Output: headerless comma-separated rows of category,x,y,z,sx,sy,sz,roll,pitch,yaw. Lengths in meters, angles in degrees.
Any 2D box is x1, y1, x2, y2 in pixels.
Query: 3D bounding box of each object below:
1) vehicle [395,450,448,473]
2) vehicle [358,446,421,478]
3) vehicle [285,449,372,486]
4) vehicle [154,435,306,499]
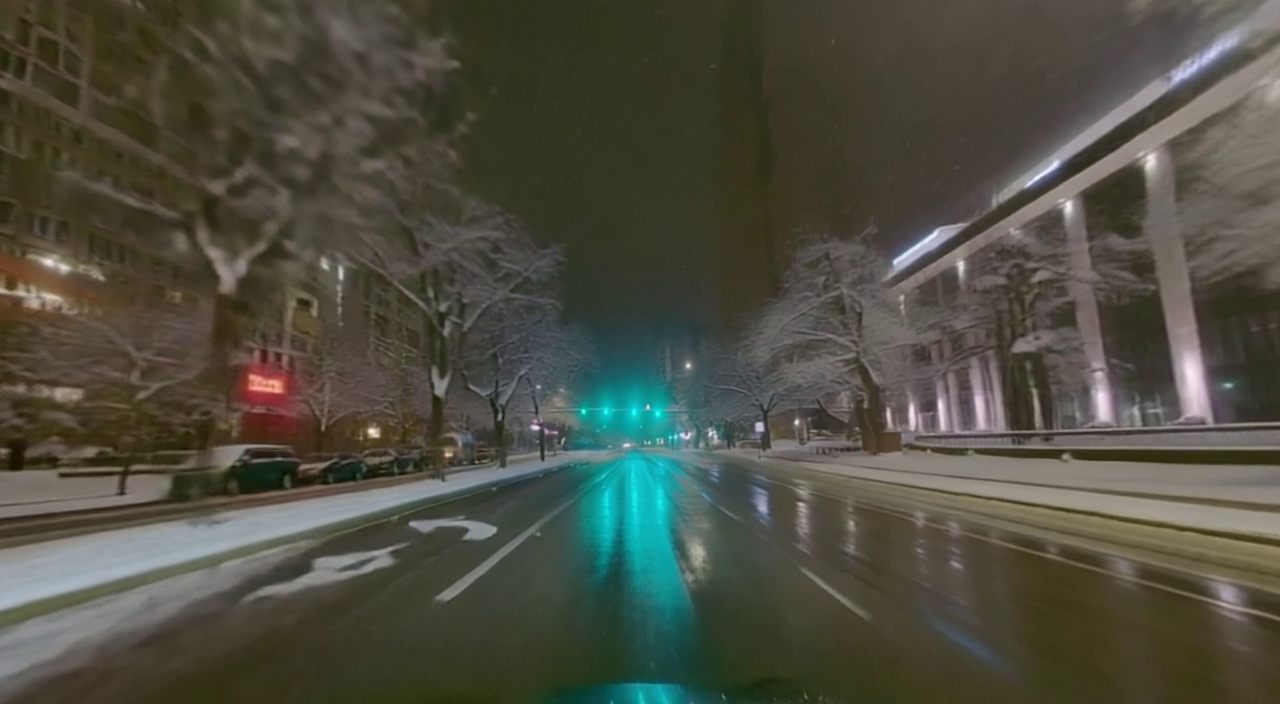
vehicle,-15.264,7.647,44.451,1.929,1.471,4.919,0,-8,1
vehicle,-15.272,6.699,38.773,1.989,1.747,5.019,-1,-8,-2
vehicle,-15.349,5.691,31.434,1.892,1.624,4.645,0,-8,1
vehicle,-15.425,4.360,24.282,2.246,2.081,5.416,-1,-9,-1
